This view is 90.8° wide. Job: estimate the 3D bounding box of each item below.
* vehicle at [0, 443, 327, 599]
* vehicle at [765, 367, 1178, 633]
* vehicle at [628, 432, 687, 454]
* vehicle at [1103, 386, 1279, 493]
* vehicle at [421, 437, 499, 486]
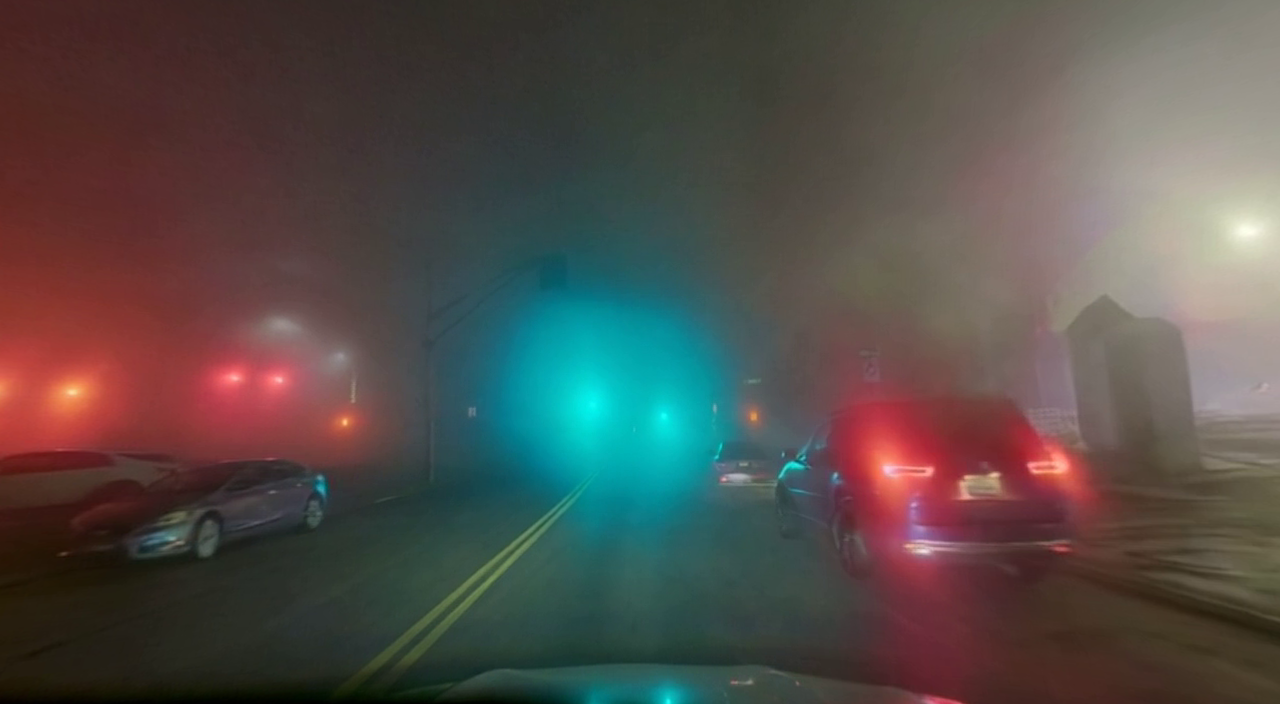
[{"bbox_3d":[-6.652,2.113,8.936,2.033,1.523,4.867,-3,-8,-1],"label":"vehicle"},{"bbox_3d":[2.772,1.371,6.814,1.954,1.845,4.682,-1,-8,1],"label":"vehicle"},{"bbox_3d":[1.315,7.116,49.289,4.448,1.599,1.837,0,-8,-1],"label":"vehicle"},{"bbox_3d":[10.005,1.457,10.950,3.738,1.566,1.708,3,-8,-30],"label":"vehicle"},{"bbox_3d":[-7.050,4.322,25.172,1.893,1.758,4.019,0,-8,0],"label":"vehicle"}]
